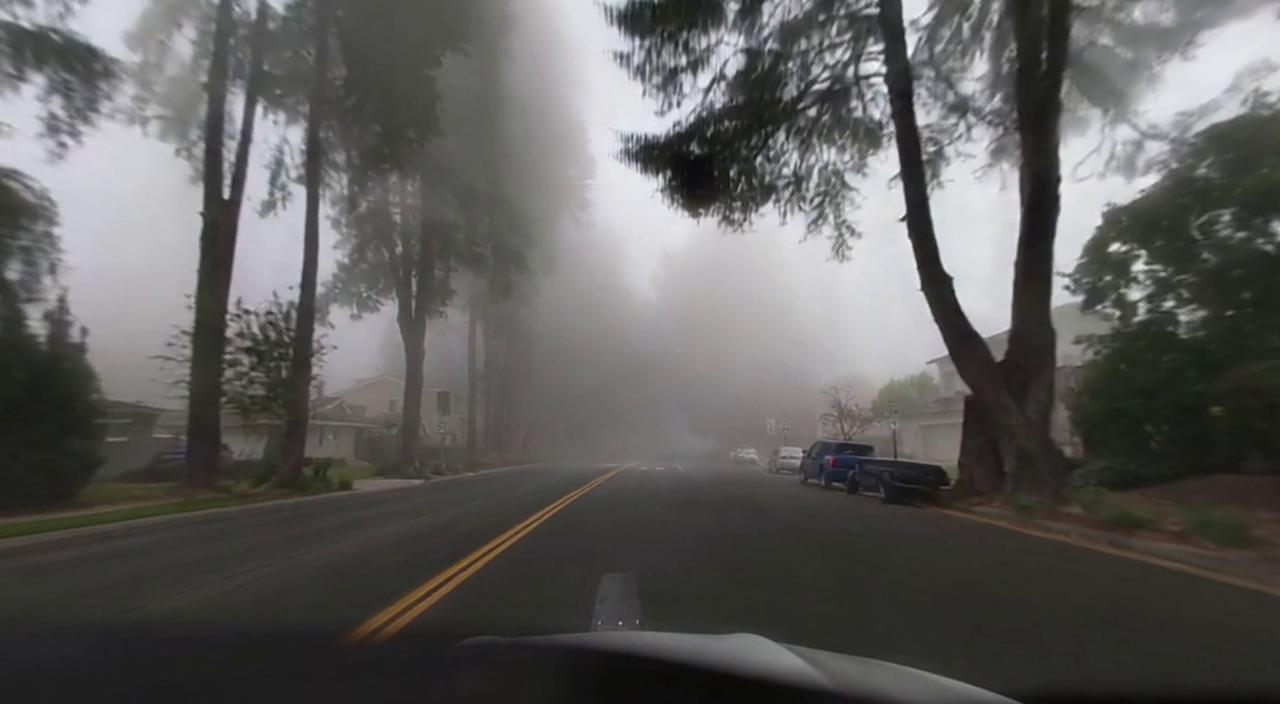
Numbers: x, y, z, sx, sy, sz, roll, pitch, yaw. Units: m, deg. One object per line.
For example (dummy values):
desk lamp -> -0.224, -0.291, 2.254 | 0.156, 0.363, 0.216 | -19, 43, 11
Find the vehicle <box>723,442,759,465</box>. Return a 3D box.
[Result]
vehicle -> 7.368, 7.448, 46.556 | 1.893, 1.543, 4.434 | 0, -9, 0

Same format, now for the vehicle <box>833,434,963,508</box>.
vehicle -> 6.451, 2.991, 16.280 | 1.798, 1.669, 3.626 | 0, -9, 0

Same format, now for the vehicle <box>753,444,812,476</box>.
vehicle -> 6.926, 5.287, 31.234 | 1.913, 1.479, 4.209 | 0, -9, 0
